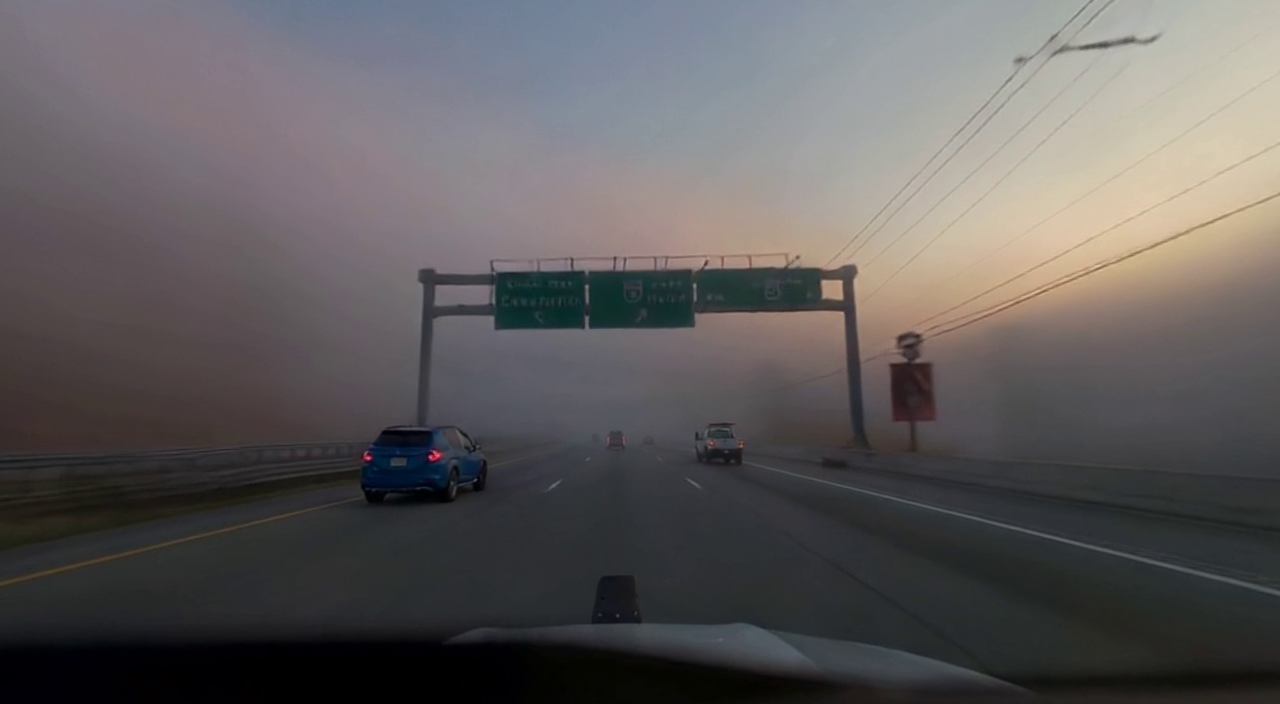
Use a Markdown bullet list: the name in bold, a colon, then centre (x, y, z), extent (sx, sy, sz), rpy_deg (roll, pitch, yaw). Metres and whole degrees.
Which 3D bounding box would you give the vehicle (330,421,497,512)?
- **vehicle**: centre (-4.521, 2.319, 13.375), extent (2.100, 1.590, 4.077), rpy_deg (0, -7, -1)

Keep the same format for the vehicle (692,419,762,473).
- **vehicle**: centre (3.240, 3.575, 24.128), extent (1.976, 1.905, 3.263), rpy_deg (0, -8, -4)

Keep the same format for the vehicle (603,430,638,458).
- **vehicle**: centre (-1.317, 5.970, 41.028), extent (2.159, 1.690, 3.720), rpy_deg (0, -8, -3)
